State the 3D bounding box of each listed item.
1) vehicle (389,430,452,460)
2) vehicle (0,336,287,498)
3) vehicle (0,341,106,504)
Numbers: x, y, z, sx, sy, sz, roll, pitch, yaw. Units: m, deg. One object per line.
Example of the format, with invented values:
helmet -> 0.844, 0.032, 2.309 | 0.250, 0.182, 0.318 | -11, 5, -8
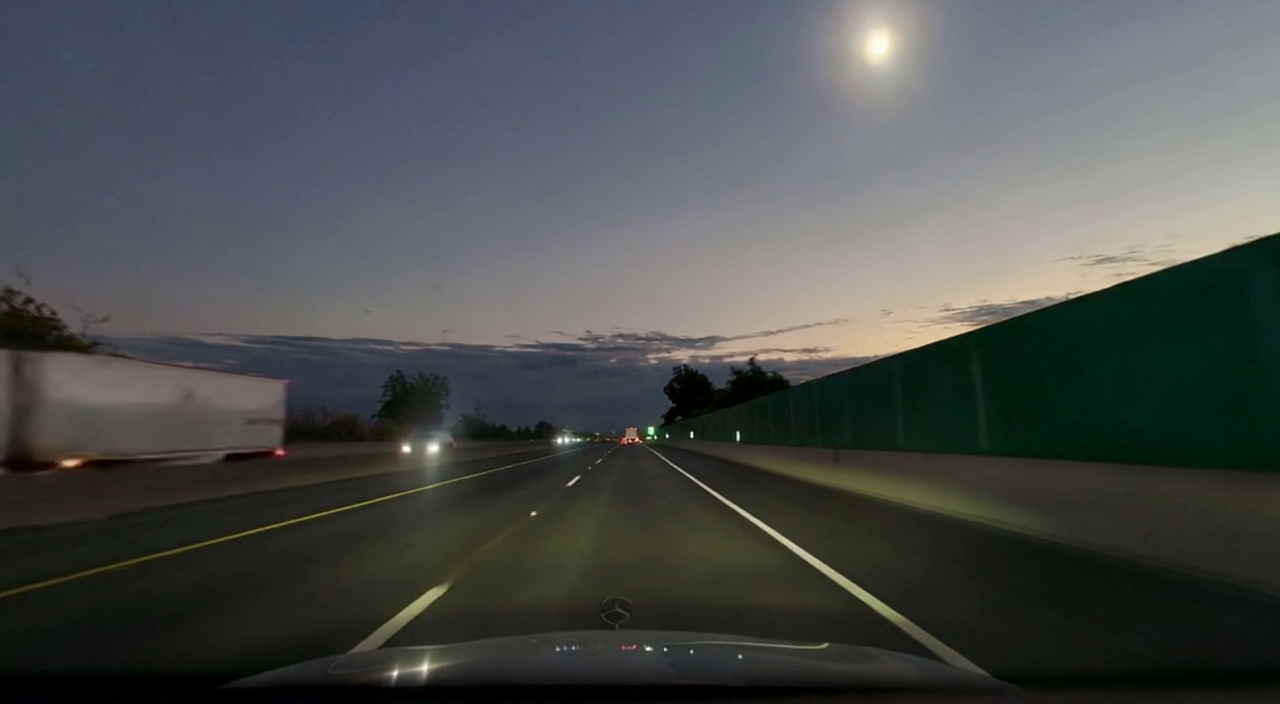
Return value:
vehicle -> -12.865, 5.446, 37.258 | 2.069, 1.654, 4.664 | 0, -7, -1
vehicle -> -17.217, 2.331, 21.128 | 3.002, 3.931, 13.684 | 0, -7, -1
vehicle -> -17.151, 1.719, 15.335 | 3.002, 3.931, 5.809 | 0, -7, -1
